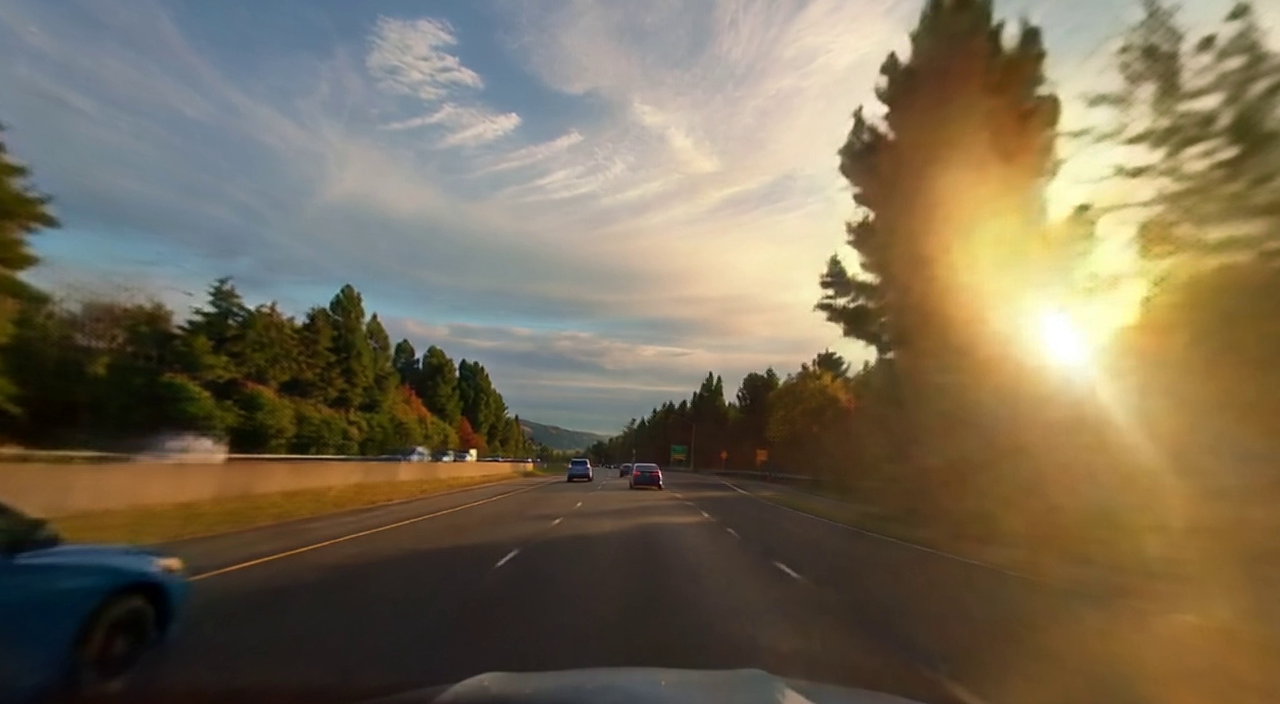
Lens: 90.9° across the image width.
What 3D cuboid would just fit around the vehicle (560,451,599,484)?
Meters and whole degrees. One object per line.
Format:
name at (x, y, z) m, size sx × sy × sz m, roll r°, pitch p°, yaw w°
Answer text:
vehicle at (-4.168, 8.106, 44.306) m, size 2.237 × 2.113 × 4.815 m, roll 1°, pitch -10°, yaw 0°

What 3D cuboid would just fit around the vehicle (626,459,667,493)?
vehicle at (0.263, 6.167, 31.447) m, size 1.905 × 1.559 × 3.491 m, roll 1°, pitch -10°, yaw -1°

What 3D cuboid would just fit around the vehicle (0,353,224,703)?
vehicle at (-3.628, 0.638, 1.353) m, size 2.176 × 1.678 × 4.724 m, roll 1°, pitch -10°, yaw 0°
